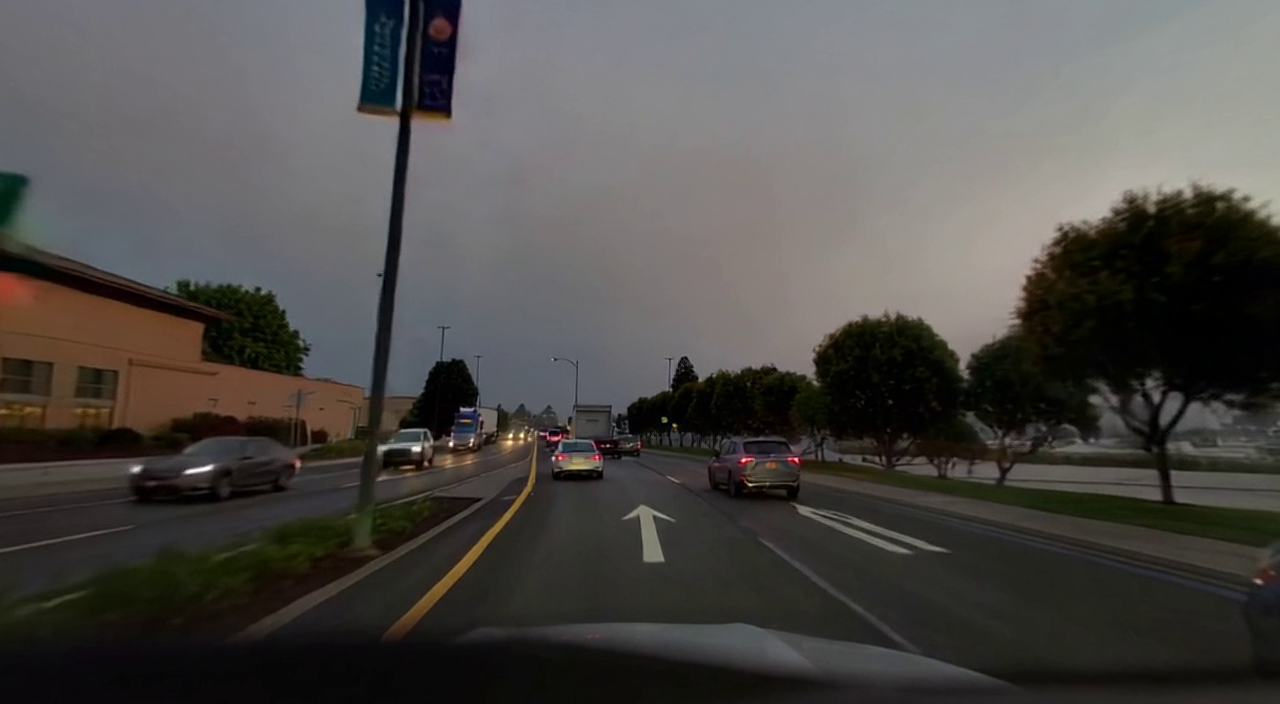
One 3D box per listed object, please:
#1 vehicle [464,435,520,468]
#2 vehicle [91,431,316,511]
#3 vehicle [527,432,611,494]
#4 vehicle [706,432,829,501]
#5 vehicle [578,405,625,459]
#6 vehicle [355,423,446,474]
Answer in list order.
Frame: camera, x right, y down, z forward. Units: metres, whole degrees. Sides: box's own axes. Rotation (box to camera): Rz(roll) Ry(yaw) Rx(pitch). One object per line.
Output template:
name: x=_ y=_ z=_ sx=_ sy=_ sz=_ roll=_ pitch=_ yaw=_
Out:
vehicle: x=-7.366 y=4.952 z=31.754 sx=2.026 sy=1.520 sz=4.475 roll=1 pitch=-8 yaw=-4
vehicle: x=-9.401 y=2.556 z=14.157 sx=1.993 sy=1.482 sz=4.420 roll=1 pitch=-8 yaw=-2
vehicle: x=-1.931 y=2.933 z=17.010 sx=1.991 sy=1.472 sz=3.518 roll=1 pitch=-8 yaw=-7
vehicle: x=2.970 y=2.747 z=15.592 sx=1.889 sy=1.480 sz=3.876 roll=1 pitch=-8 yaw=-5
vehicle: x=-2.855 y=5.742 z=45.002 sx=2.917 sy=3.482 sz=6.946 roll=1 pitch=-8 yaw=-7
vehicle: x=-10.343 y=4.204 z=27.709 sx=2.165 sy=1.966 sz=5.251 roll=1 pitch=-8 yaw=-3
